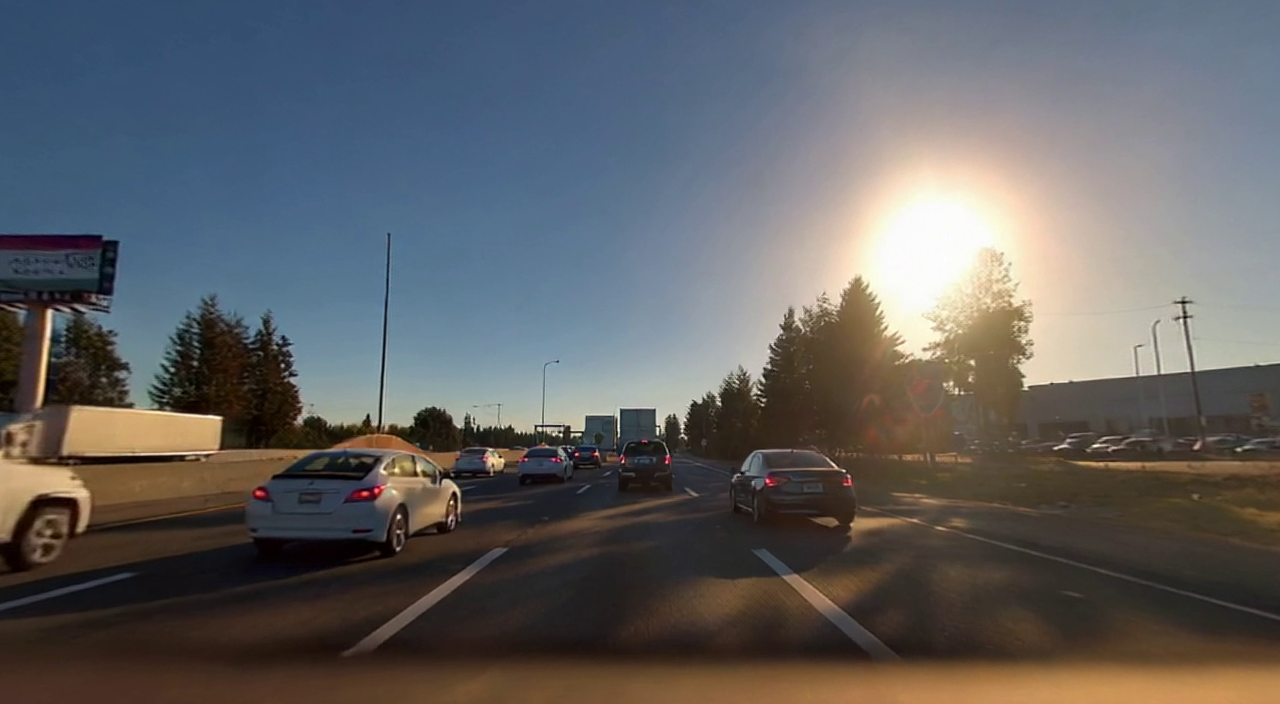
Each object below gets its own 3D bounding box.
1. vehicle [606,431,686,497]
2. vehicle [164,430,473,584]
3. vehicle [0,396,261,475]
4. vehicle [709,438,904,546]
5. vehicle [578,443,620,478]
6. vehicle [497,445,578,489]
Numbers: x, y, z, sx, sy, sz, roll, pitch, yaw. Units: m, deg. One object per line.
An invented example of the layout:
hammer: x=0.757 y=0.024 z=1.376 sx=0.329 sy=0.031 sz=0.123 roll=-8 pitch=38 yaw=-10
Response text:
vehicle: x=0.202 y=3.345 z=19.106 sx=2.152 sy=1.779 sz=3.924 roll=0 pitch=-9 yaw=1
vehicle: x=-3.751 y=1.854 z=8.387 sx=1.883 sy=1.500 sz=4.161 roll=0 pitch=-9 yaw=0
vehicle: x=-32.035 y=5.476 z=40.294 sx=2.918 sy=3.744 sz=20.241 roll=0 pitch=-8 yaw=1
vehicle: x=2.567 y=2.288 z=11.047 sx=2.018 sy=1.470 sz=4.491 roll=0 pitch=-9 yaw=-2
vehicle: x=-2.121 y=5.394 z=31.575 sx=1.937 sy=1.601 sz=3.798 roll=1 pitch=-9 yaw=-6
vehicle: x=-3.641 y=4.174 z=23.254 sx=2.132 sy=1.464 sz=4.481 roll=0 pitch=-9 yaw=2
